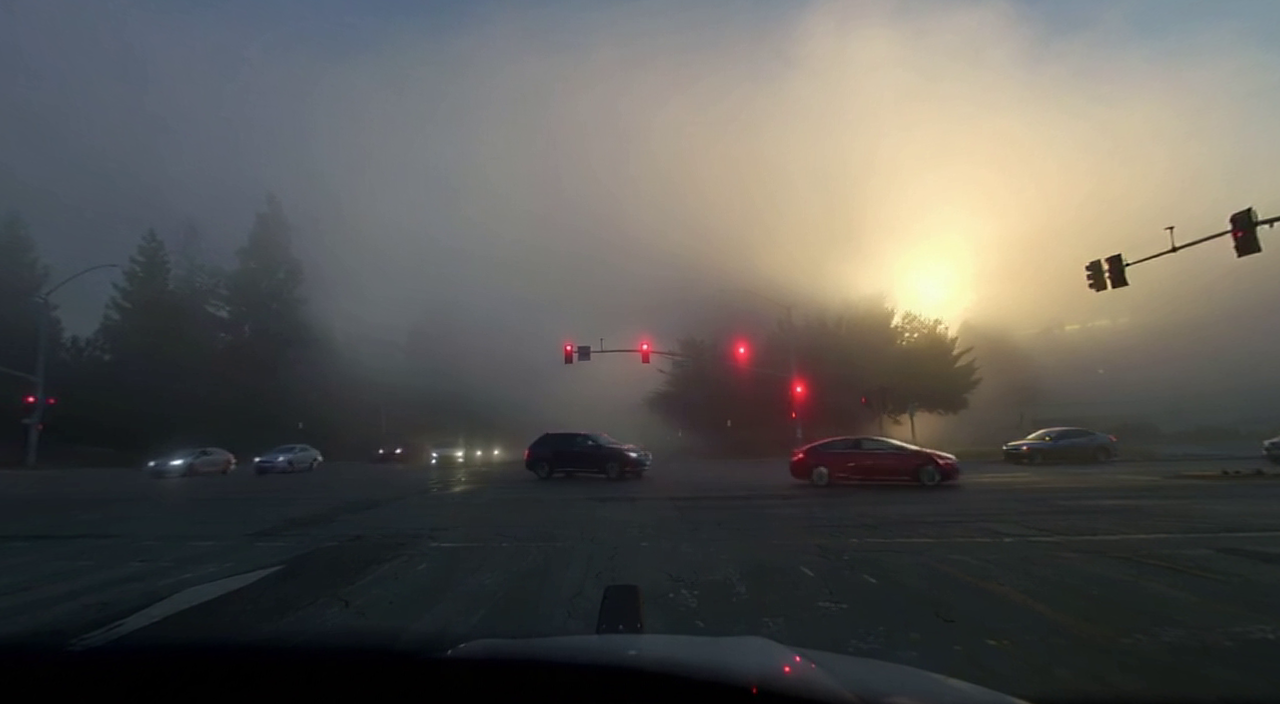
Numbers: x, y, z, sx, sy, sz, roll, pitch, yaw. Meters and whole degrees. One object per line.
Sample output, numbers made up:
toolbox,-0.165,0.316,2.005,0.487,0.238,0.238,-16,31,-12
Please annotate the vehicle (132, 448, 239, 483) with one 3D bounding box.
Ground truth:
vehicle,-23.209,5.755,32.515,2.041,1.642,4.628,0,-9,0

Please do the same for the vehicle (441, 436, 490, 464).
vehicle,-13.090,7.389,47.670,2.223,1.972,5.310,0,-8,0

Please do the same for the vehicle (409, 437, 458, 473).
vehicle,-10.680,5.272,32.527,1.982,1.678,4.180,3,-9,-22

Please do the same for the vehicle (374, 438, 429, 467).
vehicle,-16.403,6.970,43.758,1.977,1.878,4.575,0,-9,0

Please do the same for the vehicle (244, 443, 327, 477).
vehicle,-19.739,5.986,35.401,2.088,1.743,4.417,0,-9,0

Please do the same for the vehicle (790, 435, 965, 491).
vehicle,6.891,3.252,18.741,4.532,1.467,2.135,-3,-9,18

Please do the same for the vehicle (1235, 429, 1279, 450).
vehicle,45.687,6.280,45.251,1.786,1.412,4.330,0,-9,0

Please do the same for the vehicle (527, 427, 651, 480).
vehicle,-2.077,3.988,24.869,4.767,1.877,2.017,-7,-11,39
